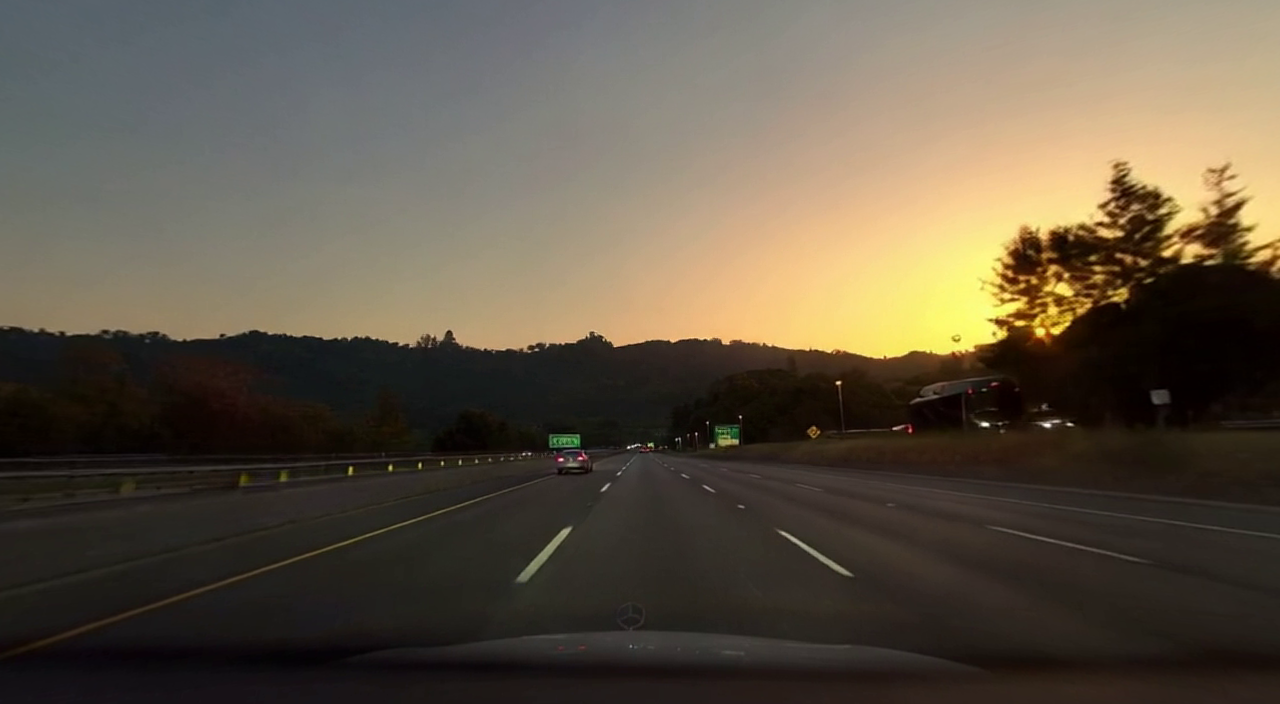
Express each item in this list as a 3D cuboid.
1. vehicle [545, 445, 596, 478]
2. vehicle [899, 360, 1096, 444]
[{"bbox_3d":[-3.499,5.587,32.441,2.021,1.526,4.385,0,-8,1],"label":"vehicle"},{"bbox_3d":[21.049,3.606,39.231,3.077,4.132,15.370,0,-9,-1],"label":"vehicle"}]
